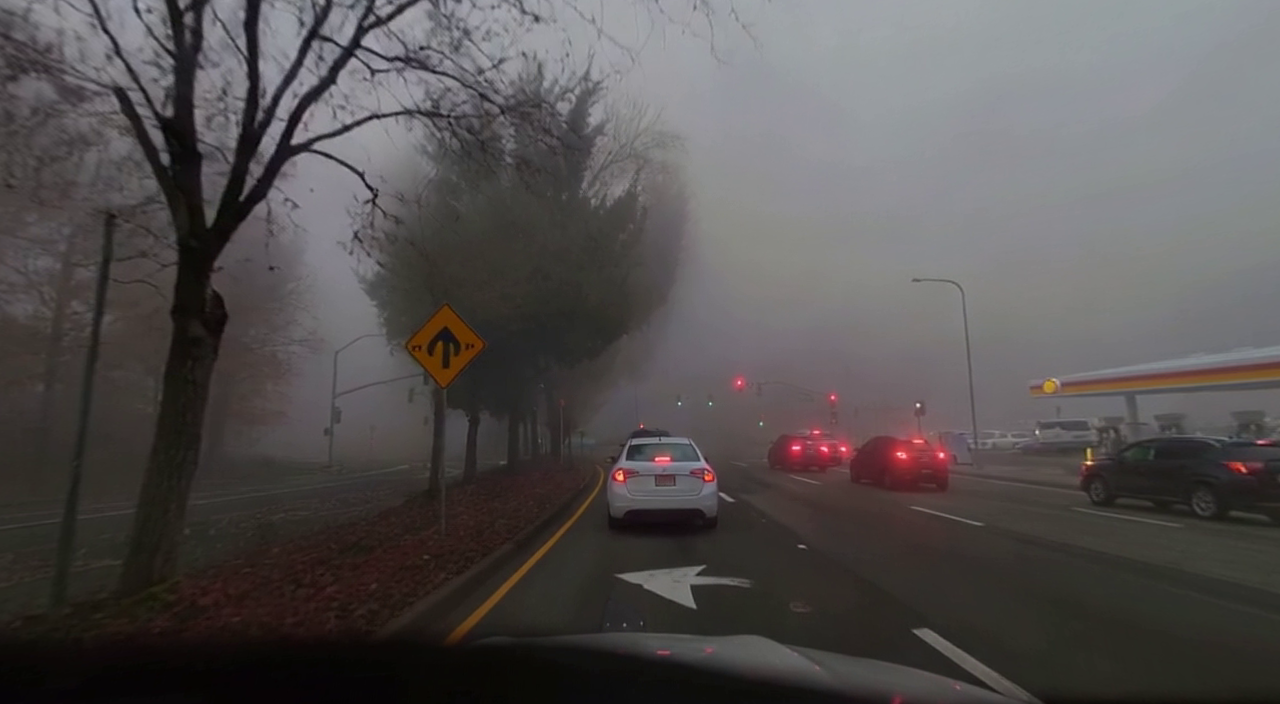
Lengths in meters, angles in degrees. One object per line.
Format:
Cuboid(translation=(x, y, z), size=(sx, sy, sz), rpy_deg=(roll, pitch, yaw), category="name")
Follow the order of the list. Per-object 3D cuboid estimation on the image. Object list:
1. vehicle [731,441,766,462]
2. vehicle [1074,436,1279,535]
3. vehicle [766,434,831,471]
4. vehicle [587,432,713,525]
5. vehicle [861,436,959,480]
Cuboid(translation=(7.461, 6.896, 43.684), size=(1.716, 1.400, 3.921), rpy_deg=(0, -9, 0), category="vehicle")
Cuboid(translation=(10.636, 2.344, 11.685), size=(1.880, 1.472, 4.694), rpy_deg=(0, -9, 0), category="vehicle")
Cuboid(translation=(7.854, 5.043, 31.737), size=(1.991, 1.695, 4.357), rpy_deg=(0, -9, -2), category="vehicle")
Cuboid(translation=(0.131, 2.358, 12.291), size=(2.032, 1.461, 4.173), rpy_deg=(0, -9, -1), category="vehicle")
Cuboid(translation=(10.794, 4.276, 25.615), size=(1.976, 1.584, 4.516), rpy_deg=(0, -9, 0), category="vehicle")
